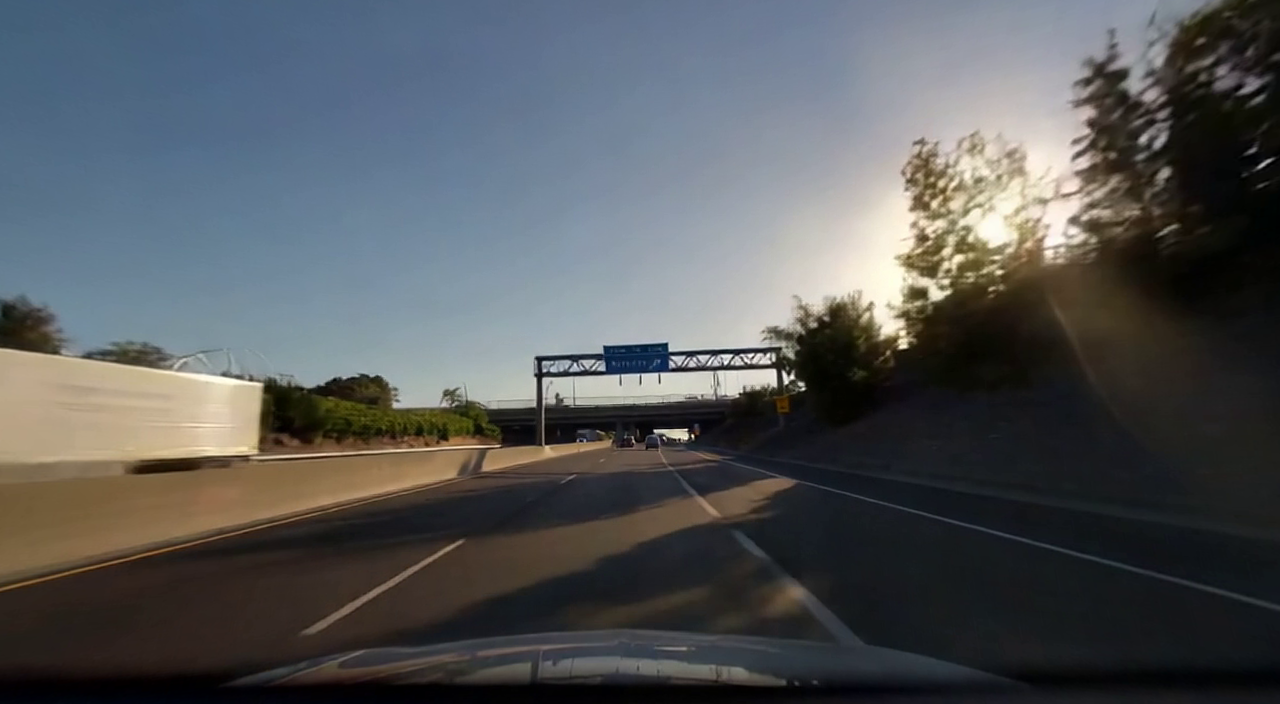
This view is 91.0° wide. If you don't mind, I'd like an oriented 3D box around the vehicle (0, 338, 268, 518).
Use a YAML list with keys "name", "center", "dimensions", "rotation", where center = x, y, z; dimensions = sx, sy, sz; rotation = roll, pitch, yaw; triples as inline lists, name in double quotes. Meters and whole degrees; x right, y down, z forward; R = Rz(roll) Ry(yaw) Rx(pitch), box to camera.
- name: "vehicle"
  center: [-16.075, 2.188, 17.521]
  dimensions: [2.911, 4.072, 14.044]
  rotation: [0, -8, 0]
